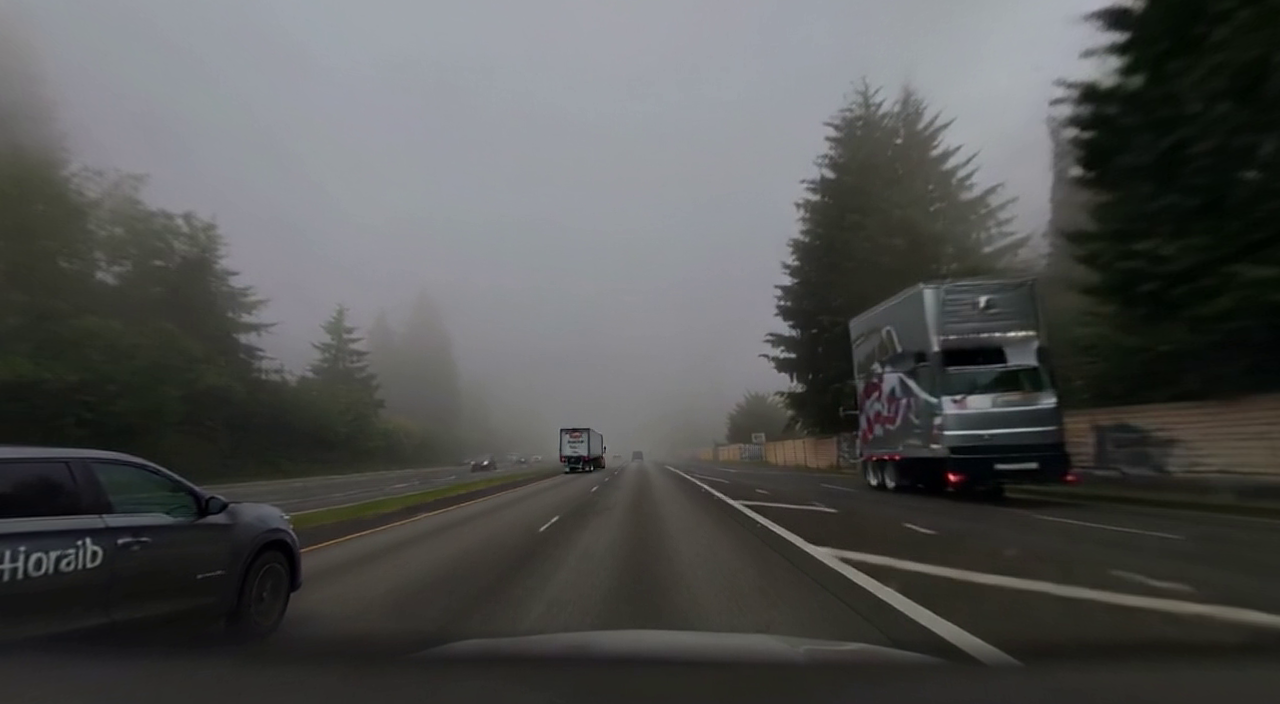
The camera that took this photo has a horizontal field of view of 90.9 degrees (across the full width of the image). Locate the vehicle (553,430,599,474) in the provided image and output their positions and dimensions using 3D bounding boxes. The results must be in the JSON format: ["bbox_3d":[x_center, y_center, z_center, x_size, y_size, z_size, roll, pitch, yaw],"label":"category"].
[{"bbox_3d":[-3.899,6.265,39.474,2.305,2.517,5.486,0,-9,0],"label":"vehicle"}]
